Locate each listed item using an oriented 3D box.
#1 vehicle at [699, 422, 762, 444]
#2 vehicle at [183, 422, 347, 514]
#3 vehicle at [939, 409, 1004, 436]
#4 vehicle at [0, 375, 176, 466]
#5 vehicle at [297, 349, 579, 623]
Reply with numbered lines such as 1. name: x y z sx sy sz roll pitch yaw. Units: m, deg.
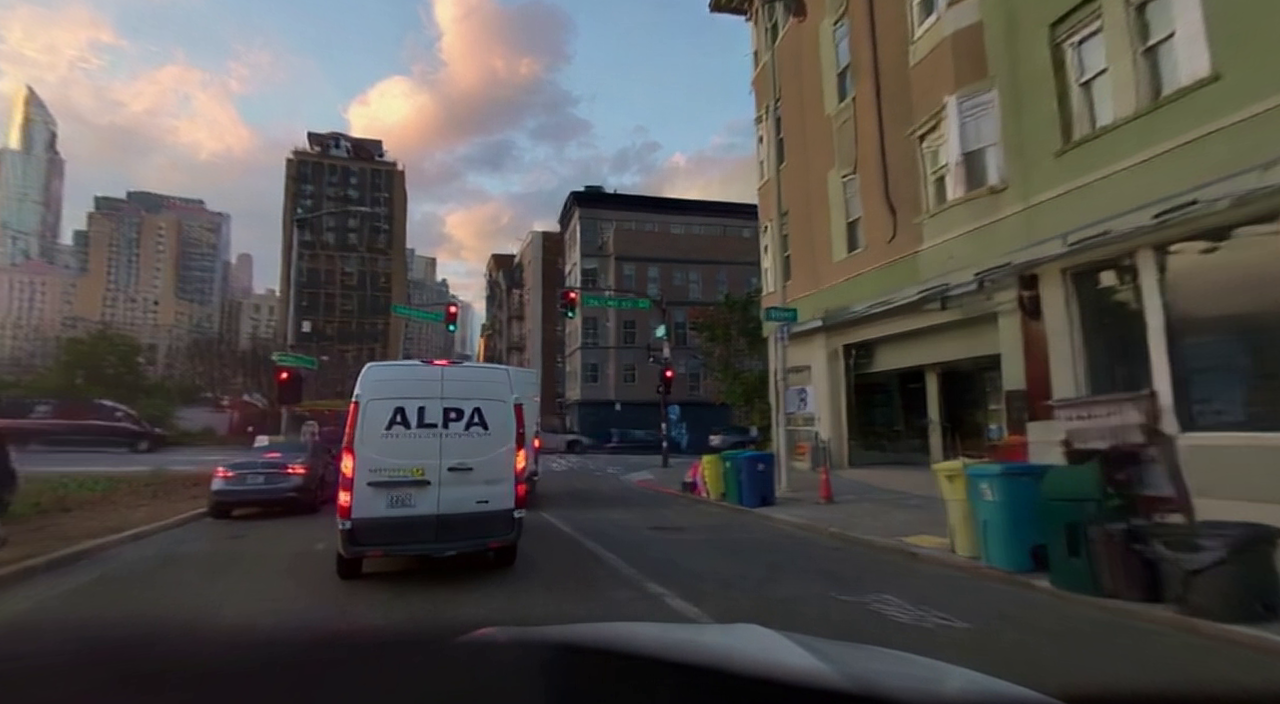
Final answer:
1. vehicle: 6.154 5.525 42.929 3.885 1.449 1.757 2 -8 -19
2. vehicle: -6.868 2.103 11.957 1.841 1.461 3.426 2 -8 -17
3. vehicle: 22.586 4.837 42.913 4.020 1.572 1.718 5 -10 -23
4. vehicle: -24.238 2.569 23.391 10.606 3.178 3.014 2 -8 -18
5. vehicle: -2.044 1.235 6.760 1.951 1.907 4.266 2 -8 -17
